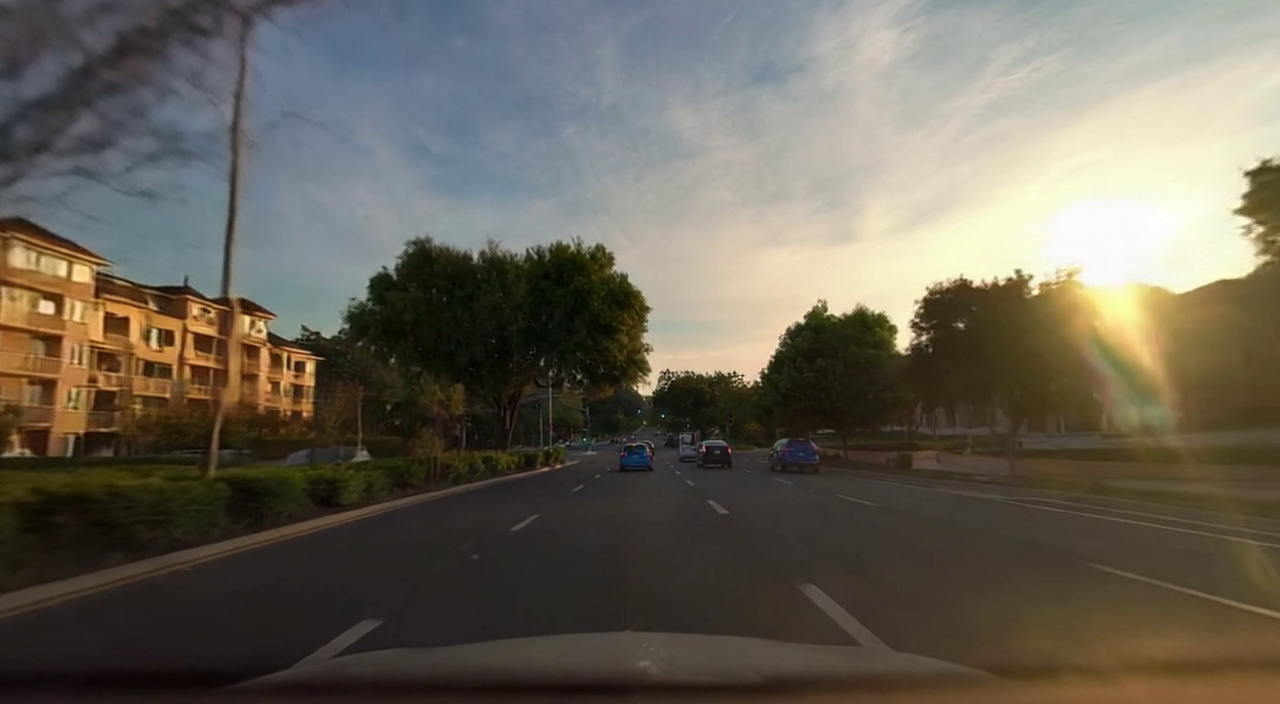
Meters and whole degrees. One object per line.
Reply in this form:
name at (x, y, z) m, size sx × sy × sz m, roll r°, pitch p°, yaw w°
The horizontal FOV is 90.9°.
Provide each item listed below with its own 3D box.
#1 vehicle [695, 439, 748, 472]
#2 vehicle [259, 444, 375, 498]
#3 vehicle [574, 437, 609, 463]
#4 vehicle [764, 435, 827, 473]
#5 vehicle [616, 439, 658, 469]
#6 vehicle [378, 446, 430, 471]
vehicle at (3.930, 5.053, 31.082) m, size 2.067 × 1.514 × 4.188 m, roll 0°, pitch -8°, yaw 0°
vehicle at (-10.366, 3.801, 20.584) m, size 1.728 × 1.560 × 3.779 m, roll 0°, pitch -8°, yaw 1°
vehicle at (-3.342, 6.798, 44.056) m, size 2.031 × 1.705 × 4.325 m, roll 0°, pitch -8°, yaw 1°
vehicle at (7.484, 4.943, 30.794) m, size 1.972 × 1.700 × 4.269 m, roll 0°, pitch -8°, yaw 0°
vehicle at (-0.111, 5.396, 33.505) m, size 2.102 × 1.481 × 3.907 m, roll 0°, pitch -8°, yaw 1°
vehicle at (-17.802, 8.035, 47.870) m, size 2.110 × 1.789 × 4.639 m, roll 0°, pitch -8°, yaw 1°
